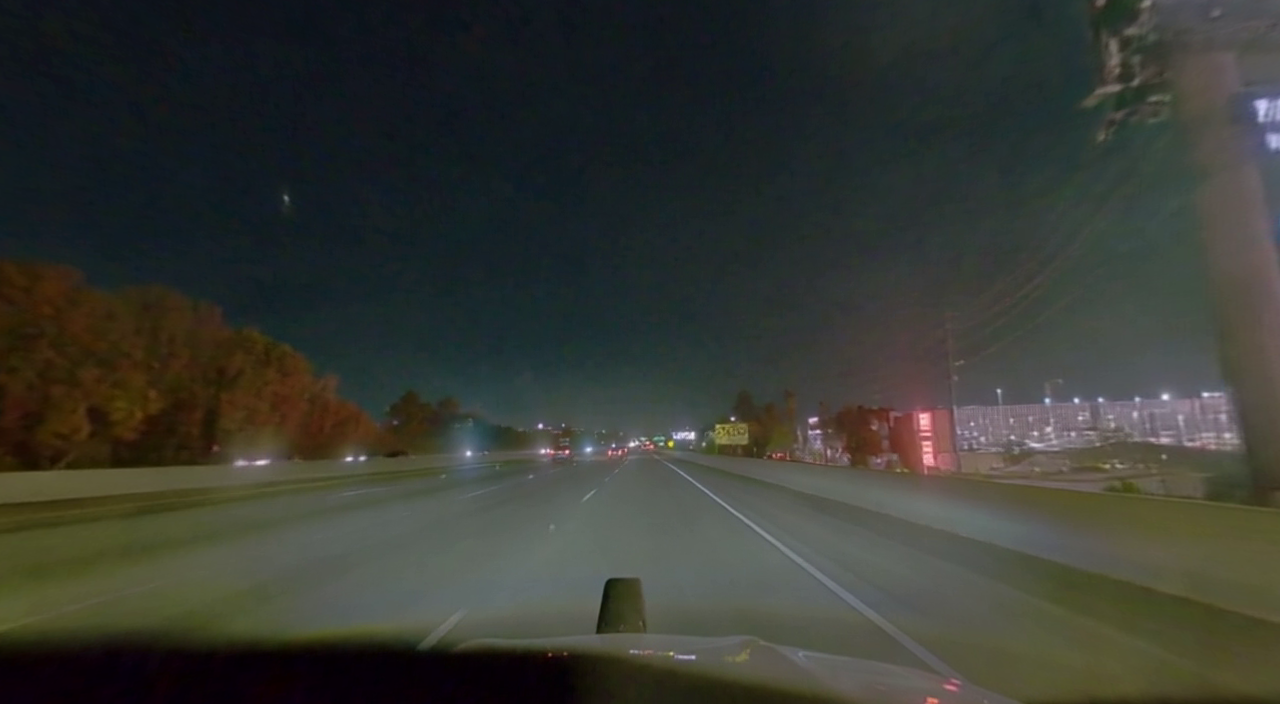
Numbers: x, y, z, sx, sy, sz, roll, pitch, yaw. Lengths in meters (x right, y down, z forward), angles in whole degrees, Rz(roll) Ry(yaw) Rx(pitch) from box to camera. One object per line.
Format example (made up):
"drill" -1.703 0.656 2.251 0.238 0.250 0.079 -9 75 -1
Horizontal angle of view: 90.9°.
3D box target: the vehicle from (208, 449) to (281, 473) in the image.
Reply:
"vehicle" -27.847 7.703 44.656 1.954 1.547 4.875 0 -8 1
